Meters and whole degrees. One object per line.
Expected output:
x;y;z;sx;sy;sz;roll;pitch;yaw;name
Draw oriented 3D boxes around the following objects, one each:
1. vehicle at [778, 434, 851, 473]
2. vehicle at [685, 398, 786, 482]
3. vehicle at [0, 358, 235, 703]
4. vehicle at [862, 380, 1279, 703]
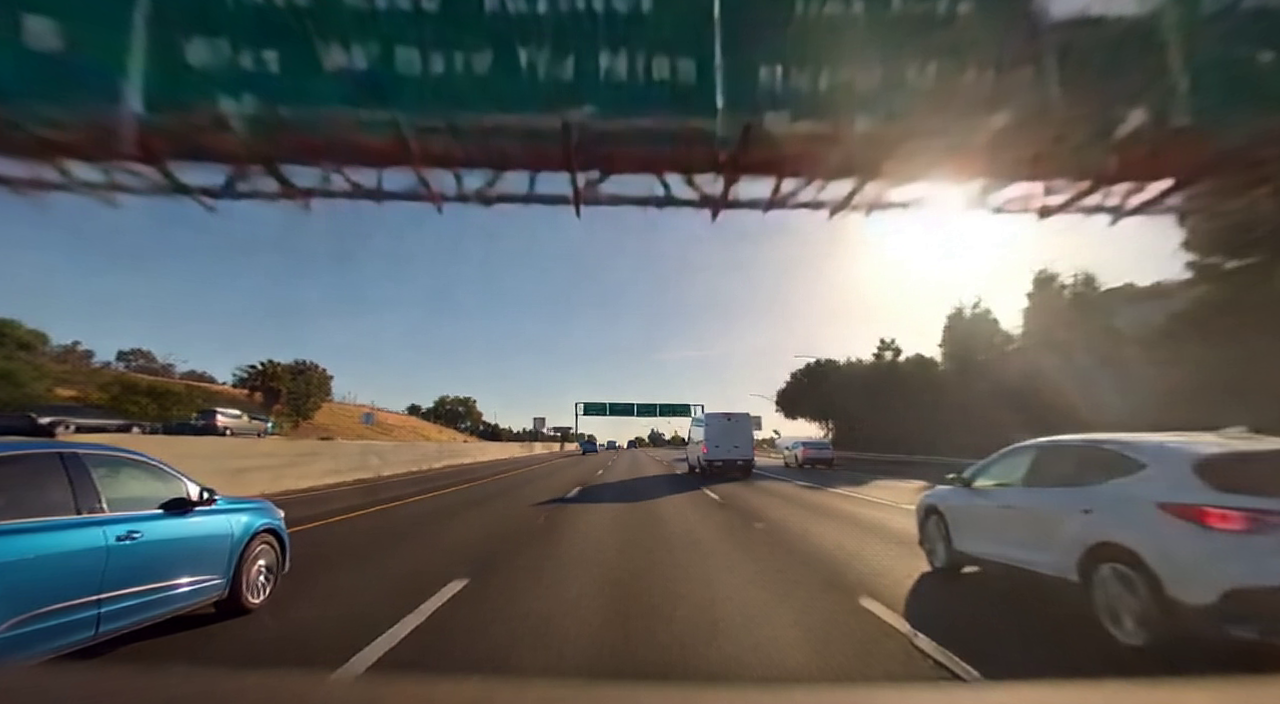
7.726;4.554;28.479;1.978;1.621;4.320;0;-8;-1;vehicle
3.323;3.330;23.797;2.629;2.718;6.740;0;-8;-1;vehicle
-3.861;0.778;2.274;2.000;1.646;4.201;0;-8;0;vehicle
3.597;1.171;4.532;2.108;1.509;5.059;0;-8;-1;vehicle
